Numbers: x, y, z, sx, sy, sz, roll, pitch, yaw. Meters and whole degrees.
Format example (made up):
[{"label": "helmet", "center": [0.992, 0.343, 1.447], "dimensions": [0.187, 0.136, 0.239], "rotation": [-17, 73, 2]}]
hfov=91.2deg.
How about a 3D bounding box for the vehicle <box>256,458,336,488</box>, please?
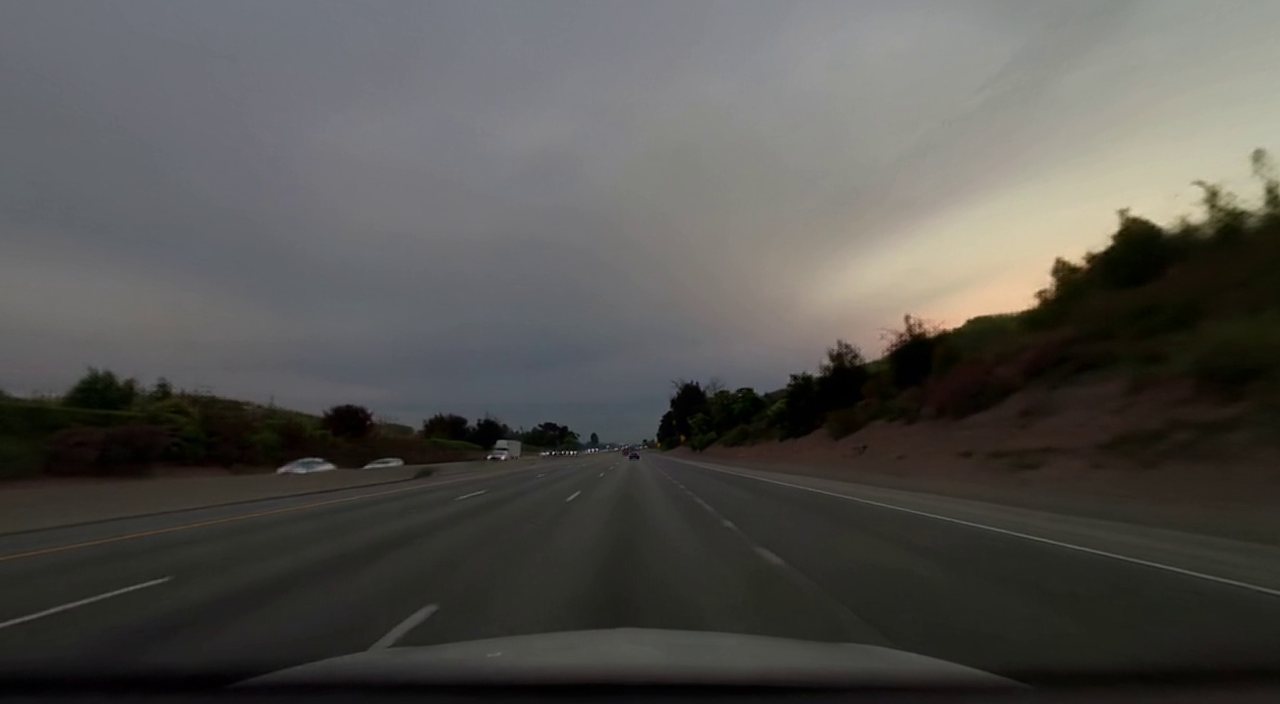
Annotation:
[{"label": "vehicle", "center": [-19.169, 6.763, 35.184], "dimensions": [1.946, 1.482, 4.513], "rotation": [0, -9, -1]}]
